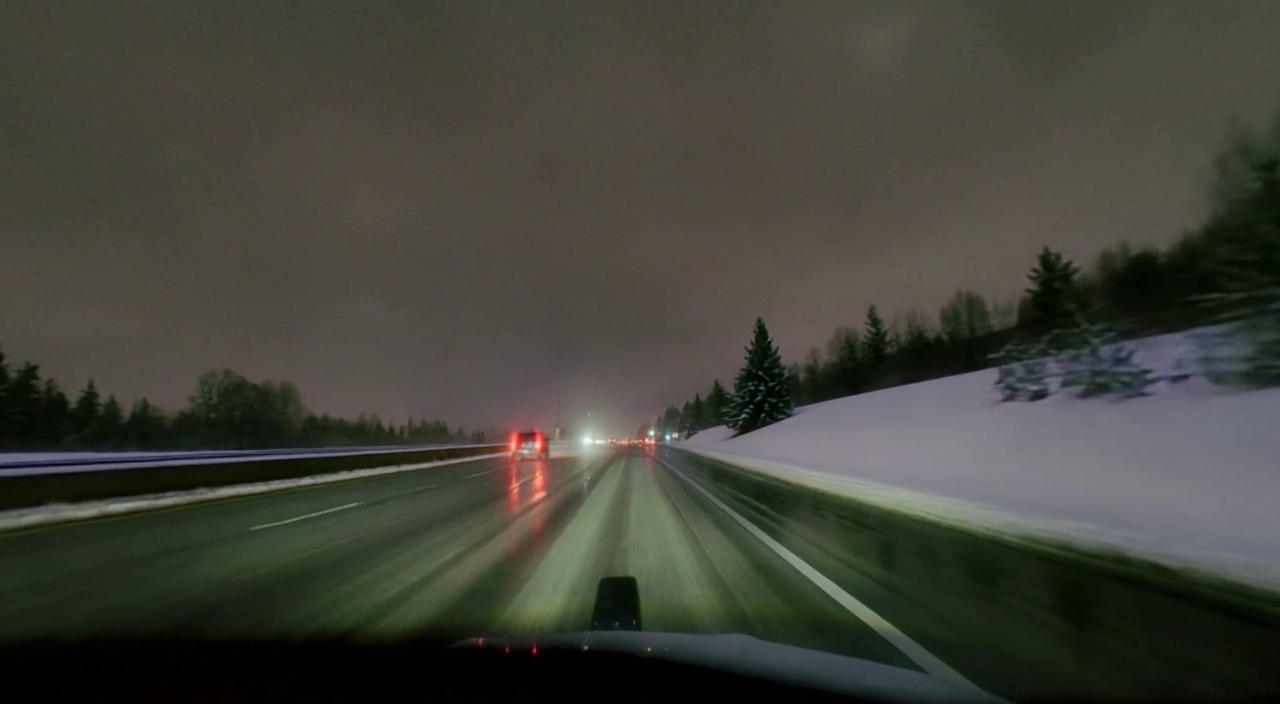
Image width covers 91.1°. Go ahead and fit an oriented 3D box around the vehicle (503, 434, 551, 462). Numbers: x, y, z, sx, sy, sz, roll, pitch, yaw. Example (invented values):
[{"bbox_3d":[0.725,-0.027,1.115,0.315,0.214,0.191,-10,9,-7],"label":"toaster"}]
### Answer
[{"bbox_3d":[-6.998,5.989,39.419,2.111,1.662,4.630,0,-8,0],"label":"vehicle"}]
